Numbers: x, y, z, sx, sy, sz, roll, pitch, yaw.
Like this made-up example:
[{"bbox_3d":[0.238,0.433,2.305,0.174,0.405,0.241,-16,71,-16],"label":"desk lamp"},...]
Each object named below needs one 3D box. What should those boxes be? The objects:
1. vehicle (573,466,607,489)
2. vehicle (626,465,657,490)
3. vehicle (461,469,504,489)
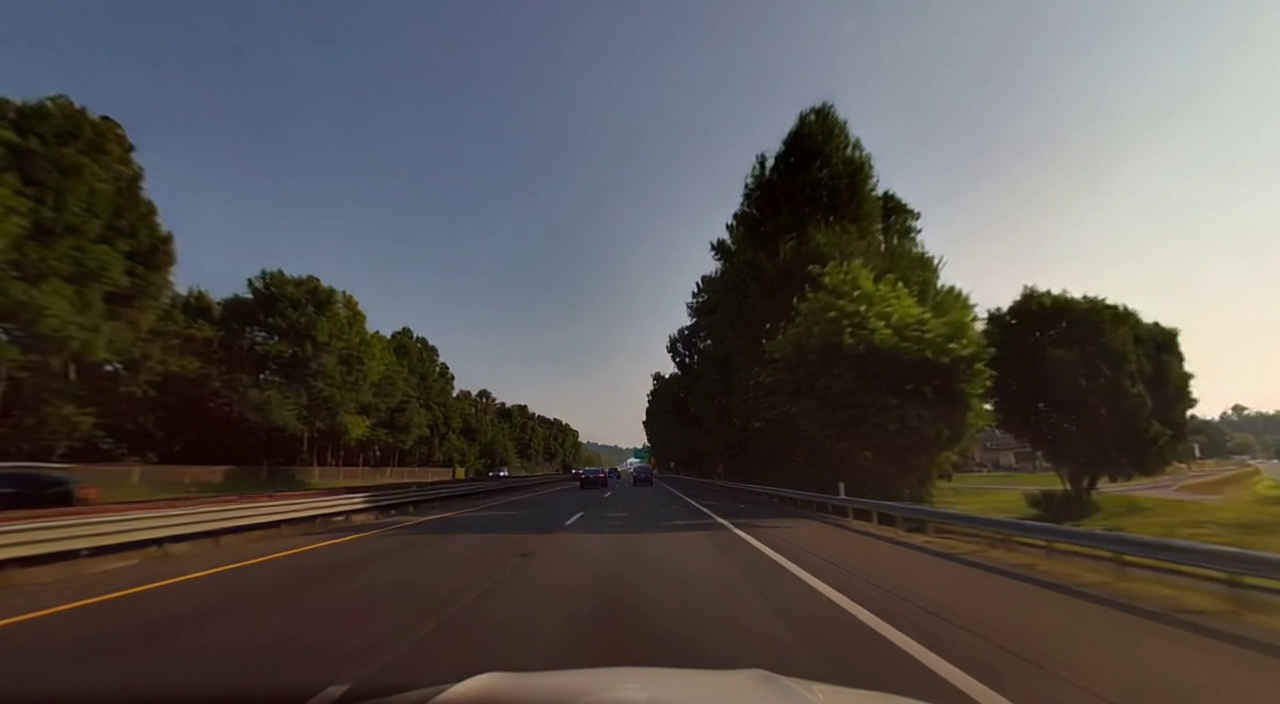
[{"bbox_3d":[-3.467,8.817,44.466,2.047,1.523,4.279,1,-11,1],"label":"vehicle"},{"bbox_3d":[0.108,8.889,44.737,2.065,1.596,3.869,1,-11,1],"label":"vehicle"},{"bbox_3d":[-12.229,9.870,49.112,2.262,1.458,4.250,1,-10,-1],"label":"vehicle"}]
